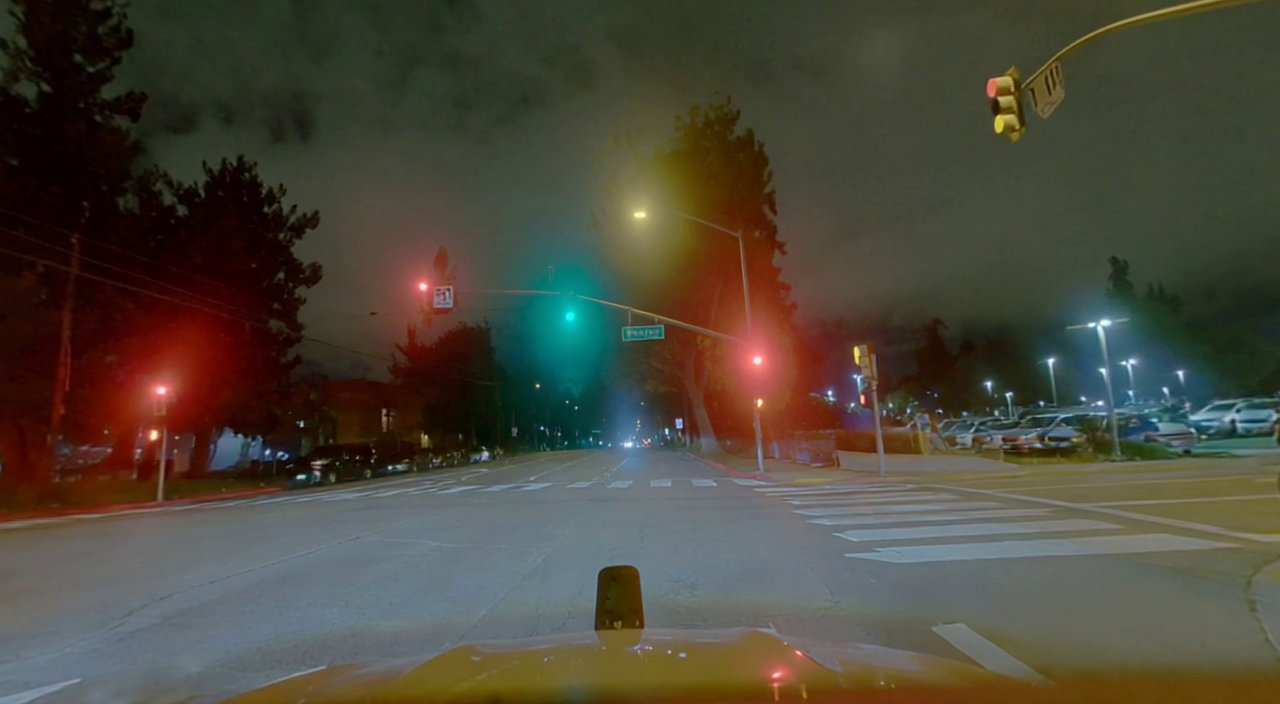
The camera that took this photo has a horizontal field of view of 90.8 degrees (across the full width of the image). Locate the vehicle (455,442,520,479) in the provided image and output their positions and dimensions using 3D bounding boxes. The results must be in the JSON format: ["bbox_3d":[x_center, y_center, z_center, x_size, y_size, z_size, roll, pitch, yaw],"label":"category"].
[{"bbox_3d":[-6.991,4.997,29.319,2.024,1.470,4.153,-3,-9,-1],"label":"vehicle"}]

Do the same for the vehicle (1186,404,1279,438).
[{"bbox_3d":[34.898,4.028,36.658,4.326,1.511,1.725,-8,-9,17],"label":"vehicle"}]

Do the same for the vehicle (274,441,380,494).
[{"bbox_3d":[-13.736,5.065,28.144,2.251,1.957,4.968,-4,-9,-1],"label":"vehicle"}]

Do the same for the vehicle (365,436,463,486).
[{"bbox_3d":[-10.179,4.958,29.054,2.475,1.940,5.702,-3,-9,0],"label":"vehicle"}]

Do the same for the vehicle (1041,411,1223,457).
[{"bbox_3d":[16.964,2.905,22.095,4.560,1.453,1.851,-3,-9,18],"label":"vehicle"}]
